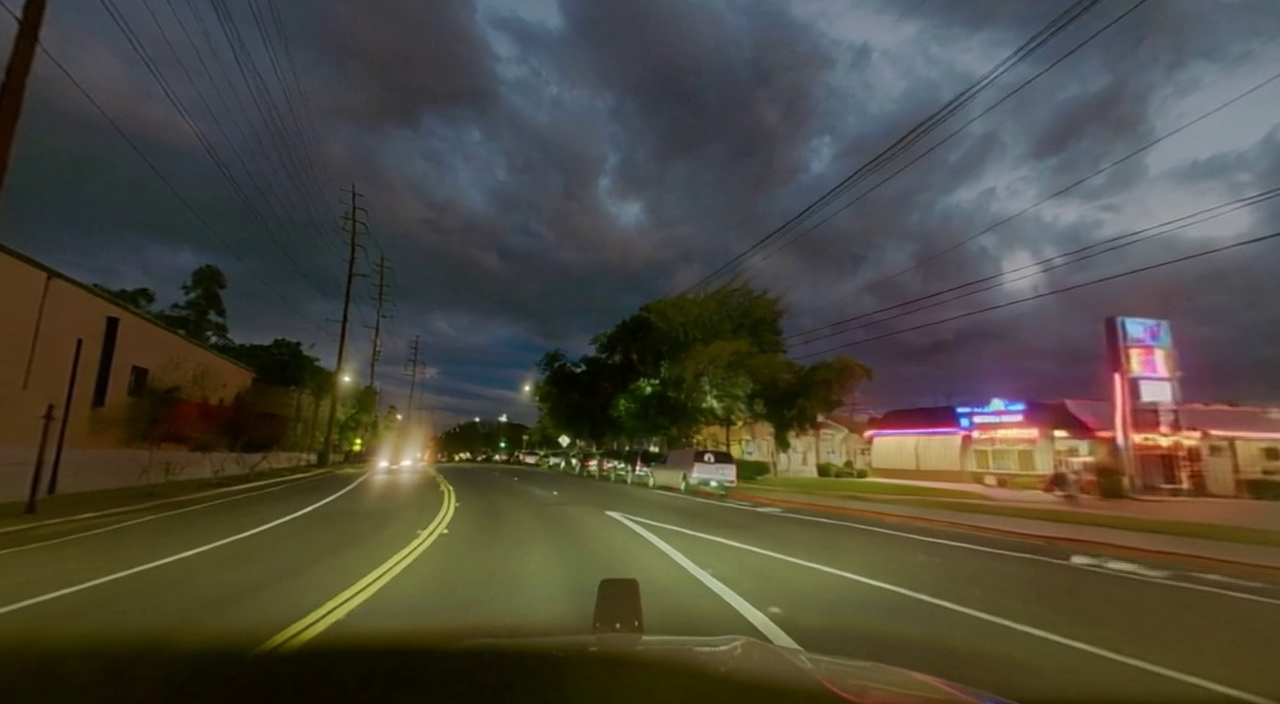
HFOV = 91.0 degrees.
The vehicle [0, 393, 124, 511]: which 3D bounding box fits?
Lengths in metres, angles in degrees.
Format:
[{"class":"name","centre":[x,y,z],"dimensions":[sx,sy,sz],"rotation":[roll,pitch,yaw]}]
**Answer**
[{"class":"vehicle","centre":[-15.667,2.643,16.869],"dimensions":[1.716,2.808,3.001],"rotation":[-2,-7,-16]}]

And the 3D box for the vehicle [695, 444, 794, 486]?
[{"class":"vehicle","centre":[4.490,4.683,26.502],"dimensions":[2.074,1.526,4.853],"rotation":[-7,-10,36]}]

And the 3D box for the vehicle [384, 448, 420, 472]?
[{"class":"vehicle","centre":[-16.460,7.444,43.553],"dimensions":[2.122,1.517,4.465],"rotation":[3,-9,-20]}]
